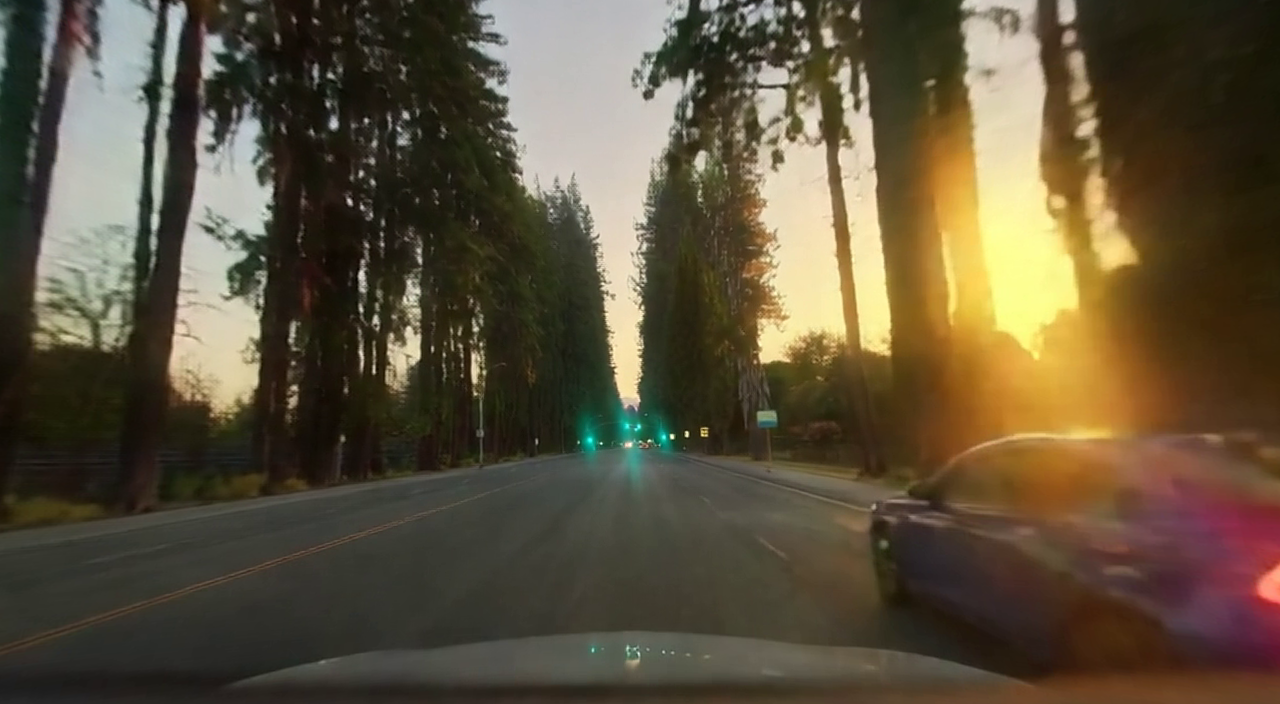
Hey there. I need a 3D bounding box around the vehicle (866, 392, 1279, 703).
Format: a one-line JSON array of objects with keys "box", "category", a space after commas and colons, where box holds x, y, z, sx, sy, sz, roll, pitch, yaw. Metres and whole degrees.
[{"box": [2.848, 0.998, 2.745, 2.042, 1.469, 4.470, 0, -8, -1], "category": "vehicle"}]
